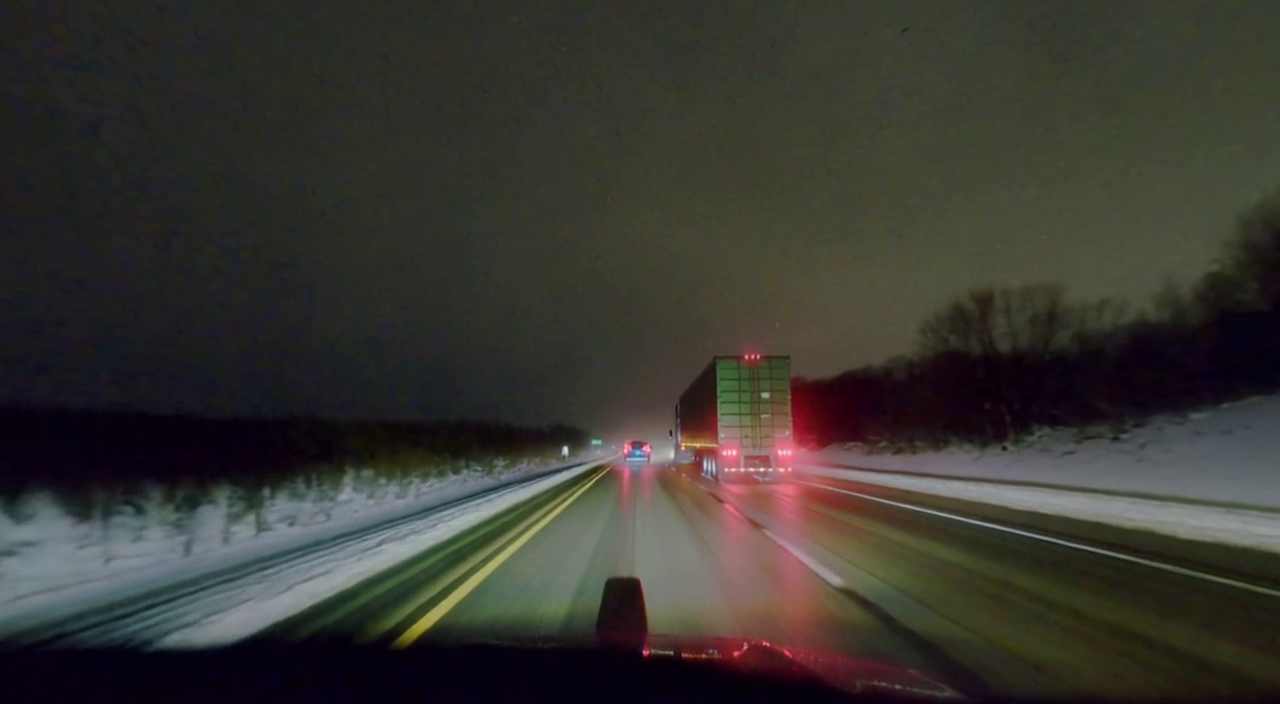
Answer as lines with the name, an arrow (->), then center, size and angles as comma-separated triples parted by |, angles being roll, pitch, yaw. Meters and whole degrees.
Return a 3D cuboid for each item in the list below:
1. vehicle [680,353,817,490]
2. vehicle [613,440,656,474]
vehicle -> 3.796, 3.281, 27.188 | 2.929, 4.158, 15.921 | 0, -8, 0
vehicle -> -0.258, 5.127, 30.917 | 1.968, 1.515, 4.025 | 0, -8, 0
